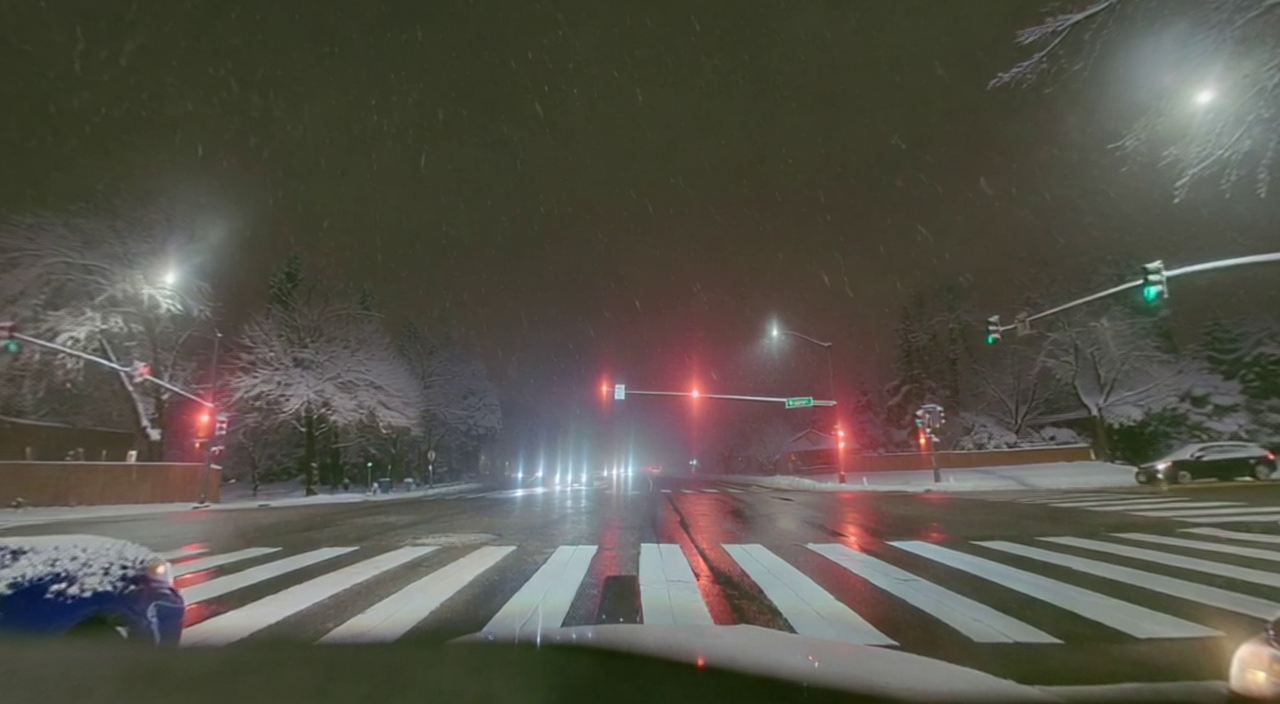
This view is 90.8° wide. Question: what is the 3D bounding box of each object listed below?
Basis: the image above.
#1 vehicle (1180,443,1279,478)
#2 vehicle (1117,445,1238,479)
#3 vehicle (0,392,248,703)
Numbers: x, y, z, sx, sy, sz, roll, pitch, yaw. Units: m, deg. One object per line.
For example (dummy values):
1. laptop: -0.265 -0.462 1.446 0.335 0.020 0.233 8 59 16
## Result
1. vehicle: 25.685 4.536 26.579 4.347 1.411 1.784 0 -9 -3
2. vehicle: 25.095 5.106 29.563 4.123 1.469 1.790 0 -8 -5
3. vehicle: -2.992 0.785 1.260 1.969 1.513 3.773 0 -9 0
